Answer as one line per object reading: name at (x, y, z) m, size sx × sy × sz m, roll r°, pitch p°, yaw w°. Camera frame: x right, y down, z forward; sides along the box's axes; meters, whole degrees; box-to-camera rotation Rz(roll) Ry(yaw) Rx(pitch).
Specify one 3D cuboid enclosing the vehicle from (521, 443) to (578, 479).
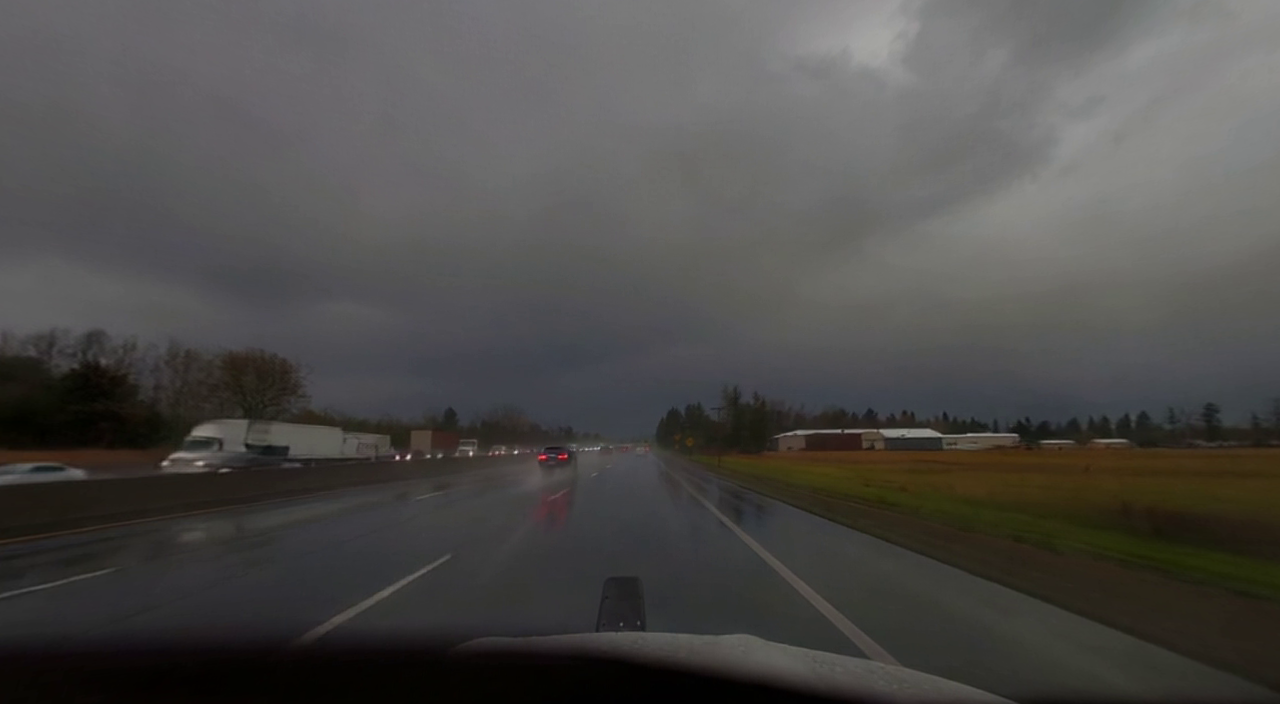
vehicle at (-4.042, 4.950, 28.885) m, size 1.954 × 1.541 × 4.079 m, roll 0°, pitch -9°, yaw 1°

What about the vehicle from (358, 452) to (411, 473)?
vehicle at (-19.324, 8.362, 47.925) m, size 1.947 × 1.459 × 4.851 m, roll 0°, pitch -9°, yaw 1°

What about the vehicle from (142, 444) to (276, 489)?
vehicle at (-15.980, 4.248, 23.730) m, size 1.925 × 1.526 × 4.370 m, roll 0°, pitch -9°, yaw 0°
